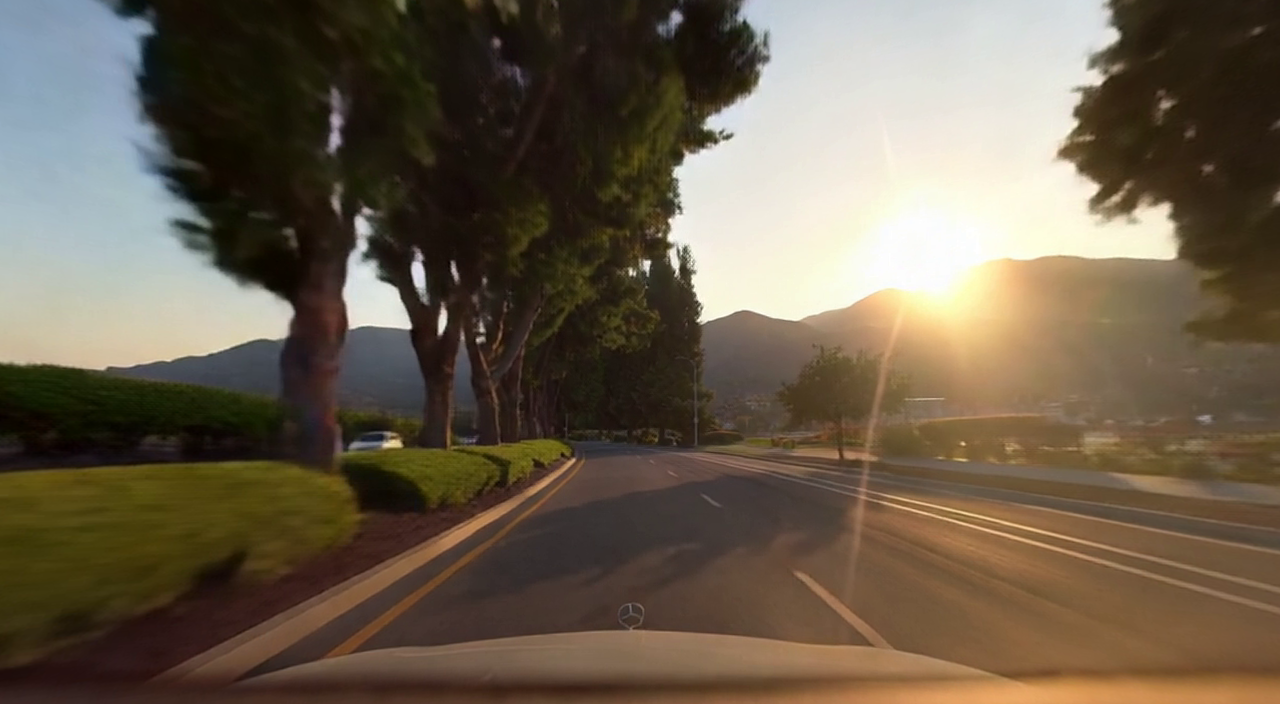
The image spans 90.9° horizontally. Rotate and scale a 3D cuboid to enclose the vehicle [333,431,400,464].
[{"bbox_3d":[-14.089,4.964,32.723,1.809,1.592,4.060,0,-8,-3],"label":"vehicle"}]
